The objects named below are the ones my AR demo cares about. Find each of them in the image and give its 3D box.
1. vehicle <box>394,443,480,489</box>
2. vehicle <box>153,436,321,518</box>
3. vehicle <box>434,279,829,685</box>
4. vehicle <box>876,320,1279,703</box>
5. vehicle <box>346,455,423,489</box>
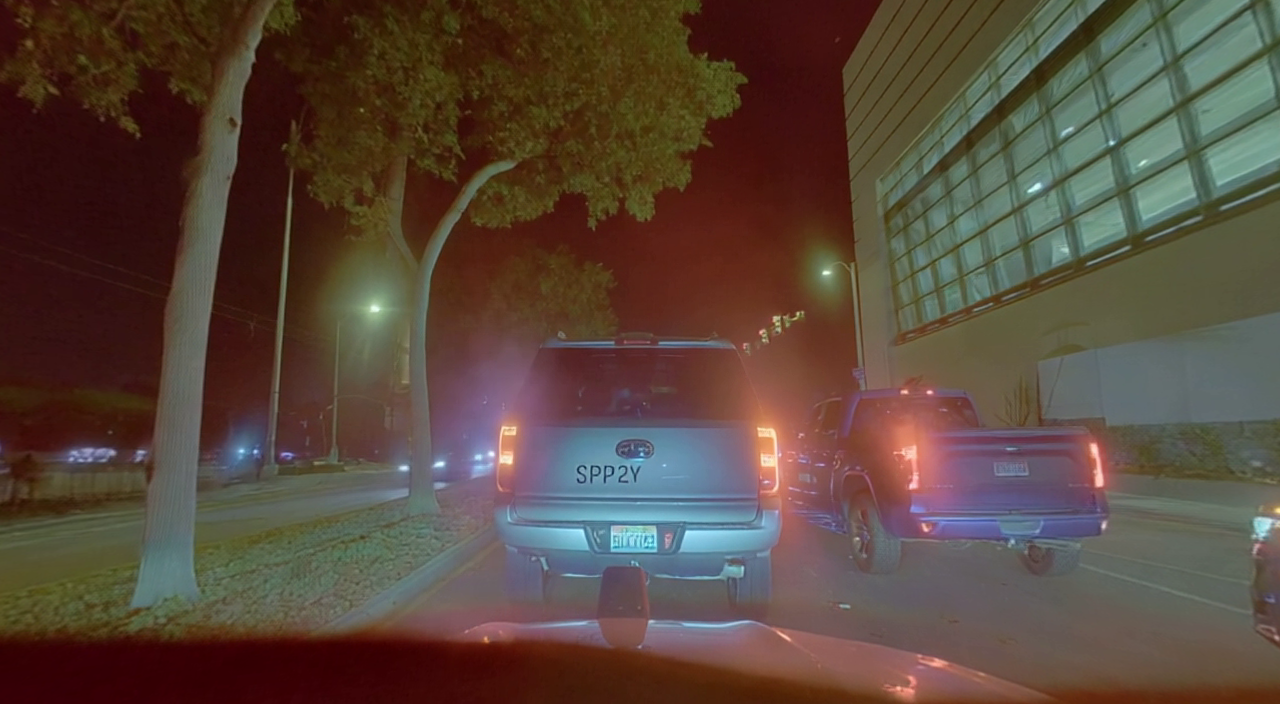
[{"bbox_3d":[-9.033,5.078,28.622,2.128,1.868,4.863,0,-8,2],"label":"vehicle"},{"bbox_3d":[-15.998,4.932,25.714,2.741,2.730,6.221,-3,-8,0],"label":"vehicle"},{"bbox_3d":[0.011,1.043,5.948,2.267,2.372,4.366,0,-8,2],"label":"vehicle"},{"bbox_3d":[3.074,0.987,3.465,2.022,1.700,4.410,0,-8,3],"label":"vehicle"},{"bbox_3d":[-15.492,7.277,38.702,2.214,1.815,5.613,0,-8,2],"label":"vehicle"}]
